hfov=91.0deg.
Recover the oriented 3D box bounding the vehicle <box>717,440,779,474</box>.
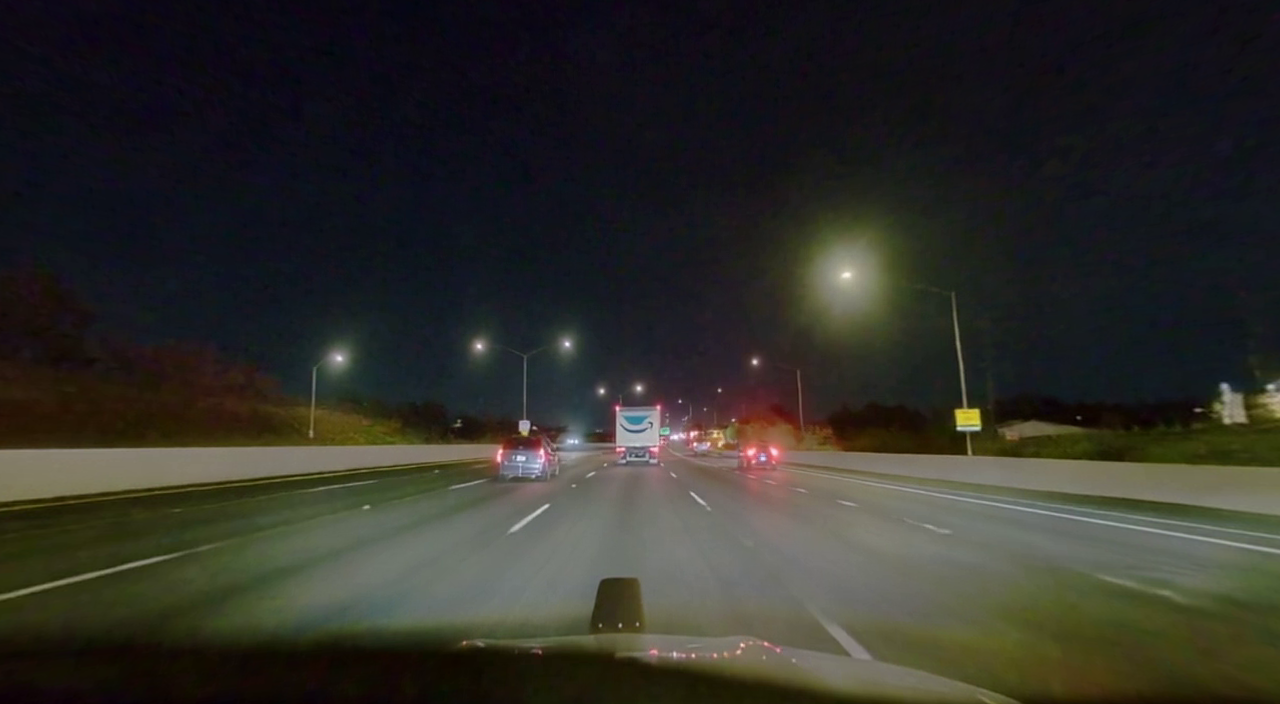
[{"bbox_3d":[5.068,4.982,30.148,1.970,1.499,4.491,1,-9,-3],"label":"vehicle"}]

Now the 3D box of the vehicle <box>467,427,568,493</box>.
[{"bbox_3d":[-3.456,3.150,18.661,2.095,1.688,4.188,0,-9,1],"label":"vehicle"}]

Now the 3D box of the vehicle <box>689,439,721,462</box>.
[{"bbox_3d":[4.987,7.670,49.041,2.067,1.654,3.985,0,-8,0],"label":"vehicle"}]

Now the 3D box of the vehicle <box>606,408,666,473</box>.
[{"bbox_3d":[-0.202,4.164,29.508,2.456,2.705,6.251,1,-9,-1],"label":"vehicle"}]
